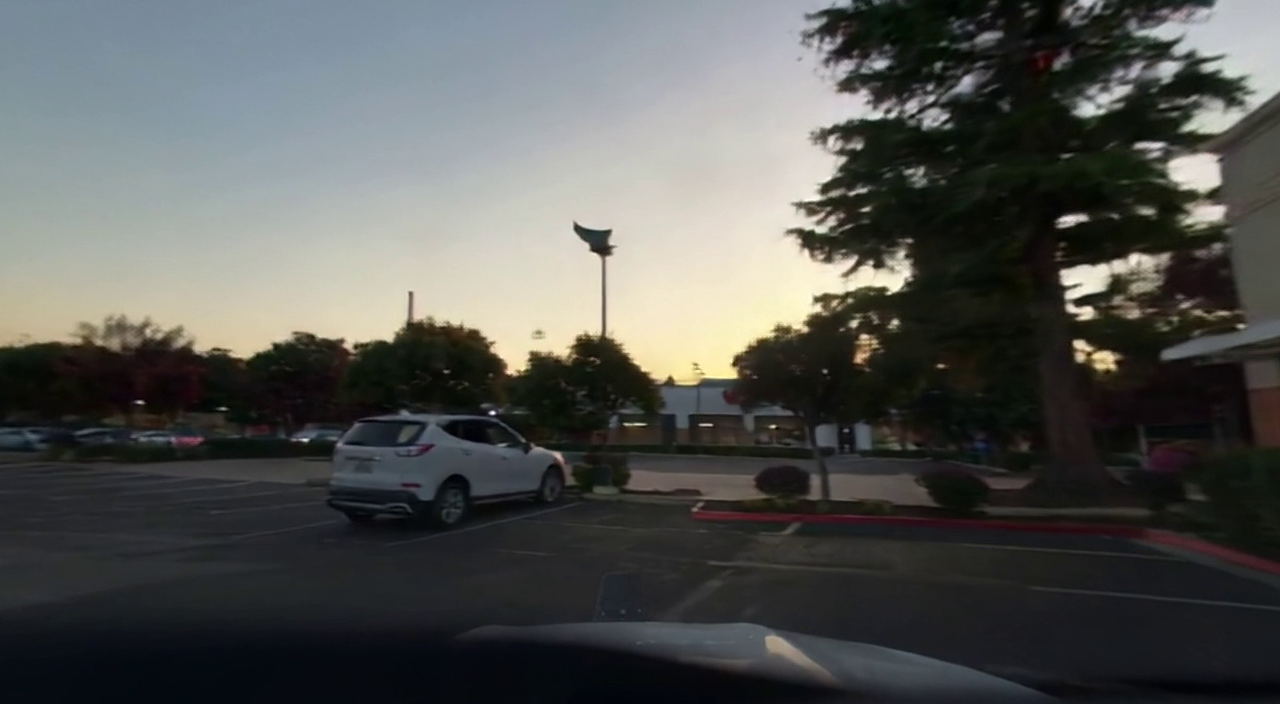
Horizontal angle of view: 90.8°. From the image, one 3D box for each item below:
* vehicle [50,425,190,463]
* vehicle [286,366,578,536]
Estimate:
[{"bbox_3d":[-21.641,3.867,26.513,1.760,1.449,4.106,-3,-9,18],"label":"vehicle"},{"bbox_3d":[-3.199,1.726,11.310,2.200,2.257,5.237,-3,-9,18],"label":"vehicle"}]
